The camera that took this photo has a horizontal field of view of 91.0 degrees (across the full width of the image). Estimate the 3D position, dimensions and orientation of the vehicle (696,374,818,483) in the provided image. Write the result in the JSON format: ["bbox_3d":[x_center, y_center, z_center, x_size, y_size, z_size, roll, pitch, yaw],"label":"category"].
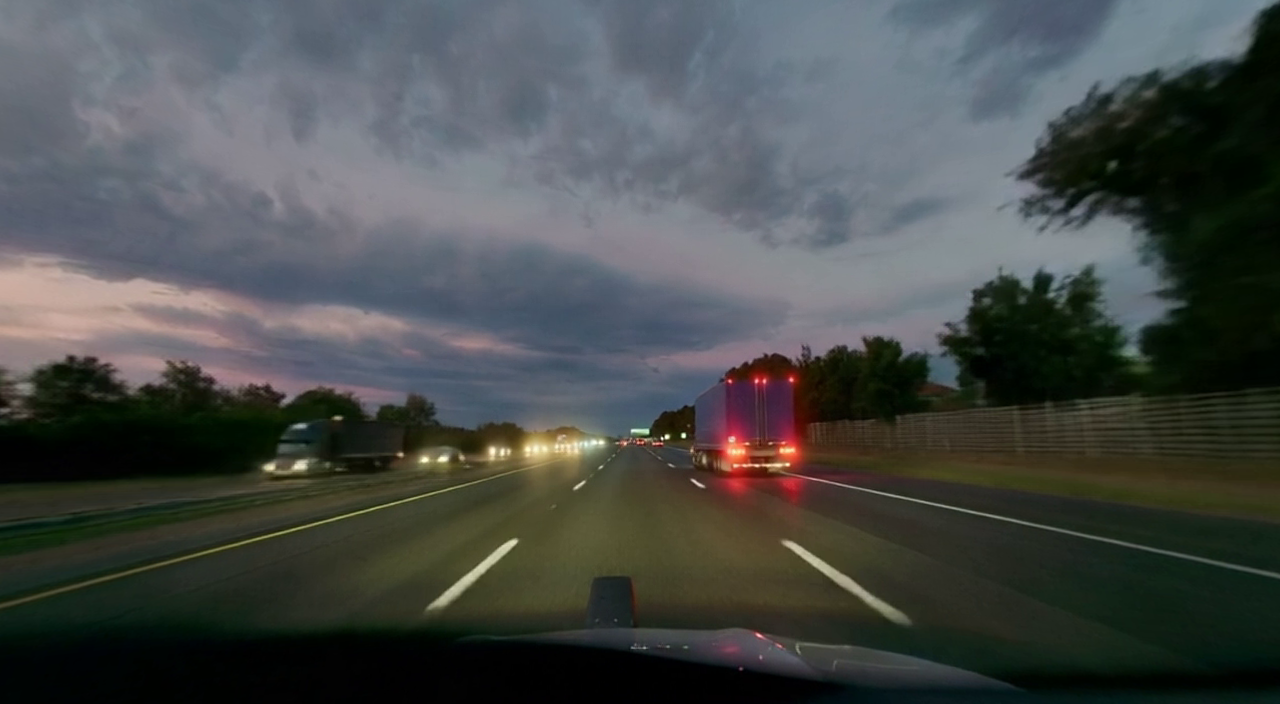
[{"bbox_3d":[3.972,2.902,23.427,2.766,3.349,7.796,0,-8,-2],"label":"vehicle"}]

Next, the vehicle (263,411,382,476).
[{"bbox_3d":[-20.796,6.087,42.112,2.955,3.760,9.717,-1,-8,-1],"label":"vehicle"}]

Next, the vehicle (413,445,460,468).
[{"bbox_3d":[-13.643,7.014,42.469,1.780,1.443,4.176,-1,-8,0],"label":"vehicle"}]
